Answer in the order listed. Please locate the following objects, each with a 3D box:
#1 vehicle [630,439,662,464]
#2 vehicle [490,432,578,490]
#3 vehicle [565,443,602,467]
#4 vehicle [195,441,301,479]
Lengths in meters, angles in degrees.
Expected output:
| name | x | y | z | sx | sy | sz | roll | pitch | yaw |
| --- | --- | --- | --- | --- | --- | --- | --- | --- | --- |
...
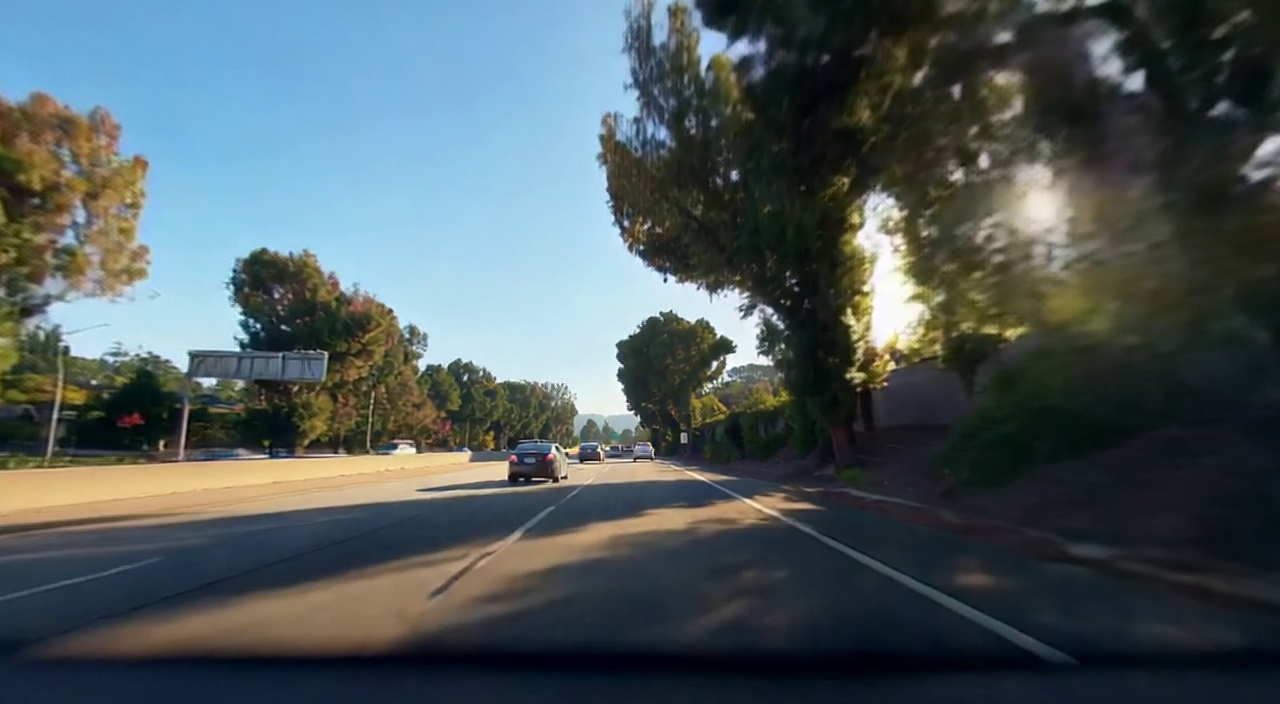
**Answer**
| name | x | y | z | sx | sy | sz | roll | pitch | yaw |
| --- | --- | --- | --- | --- | --- | --- | --- | --- | --- |
| vehicle | 0.415 | 7.359 | 46.542 | 2.285 | 1.797 | 4.478 | 0 | -8 | 0 |
| vehicle | -3.303 | 3.491 | 20.444 | 2.056 | 1.679 | 4.204 | 0 | -8 | 1 |
| vehicle | -3.659 | 6.743 | 41.261 | 2.055 | 1.431 | 3.921 | 0 | -8 | 1 |
| vehicle | -17.076 | 4.704 | 27.624 | 1.849 | 1.527 | 4.323 | 0 | -8 | 0 |
